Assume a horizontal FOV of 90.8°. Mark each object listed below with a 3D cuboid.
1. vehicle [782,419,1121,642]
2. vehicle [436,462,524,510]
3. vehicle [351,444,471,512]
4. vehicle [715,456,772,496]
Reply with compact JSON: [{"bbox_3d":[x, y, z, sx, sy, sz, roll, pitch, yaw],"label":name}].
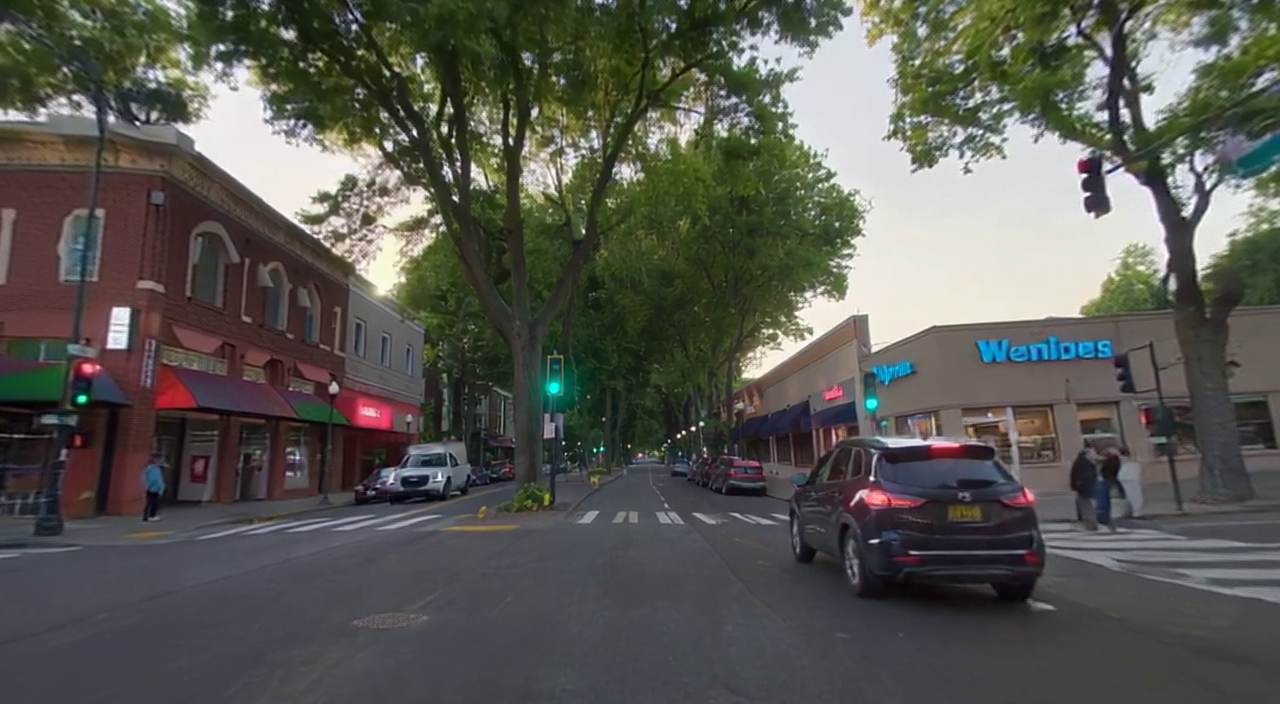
[{"bbox_3d":[2.676,1.556,6.235,1.822,1.654,2.794,0,-9,-1],"label":"vehicle"},{"bbox_3d":[-5.722,4.853,23.237,1.983,1.438,4.559,0,-9,1],"label":"vehicle"},{"bbox_3d":[-8.744,4.811,24.895,2.489,2.323,5.843,0,-9,1],"label":"vehicle"},{"bbox_3d":[5.206,6.272,32.358,2.010,1.844,4.386,0,-9,-2],"label":"vehicle"}]
